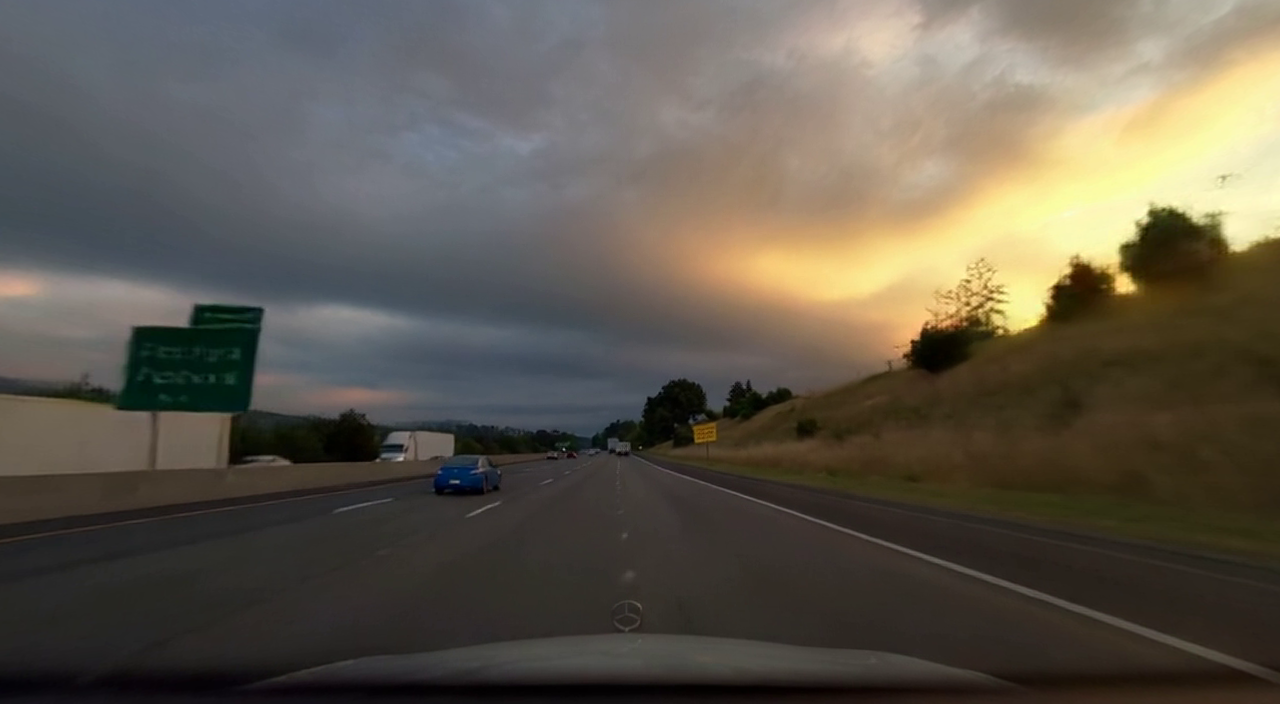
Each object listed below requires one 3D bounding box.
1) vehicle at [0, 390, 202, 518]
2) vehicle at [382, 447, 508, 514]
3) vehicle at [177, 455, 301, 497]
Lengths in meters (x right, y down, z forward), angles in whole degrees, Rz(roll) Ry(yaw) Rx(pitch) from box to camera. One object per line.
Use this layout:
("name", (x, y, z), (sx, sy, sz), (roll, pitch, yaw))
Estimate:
("vehicle", (-22.050, 3.644, 22.618), (2.901, 4.037, 14.315), (0, -9, -2))
("vehicle", (-4.934, 3.284, 16.606), (2.121, 1.537, 3.852), (0, -9, -1))
("vehicle", (-14.176, 4.370, 22.614), (1.915, 1.320, 3.976), (0, -9, -1))
